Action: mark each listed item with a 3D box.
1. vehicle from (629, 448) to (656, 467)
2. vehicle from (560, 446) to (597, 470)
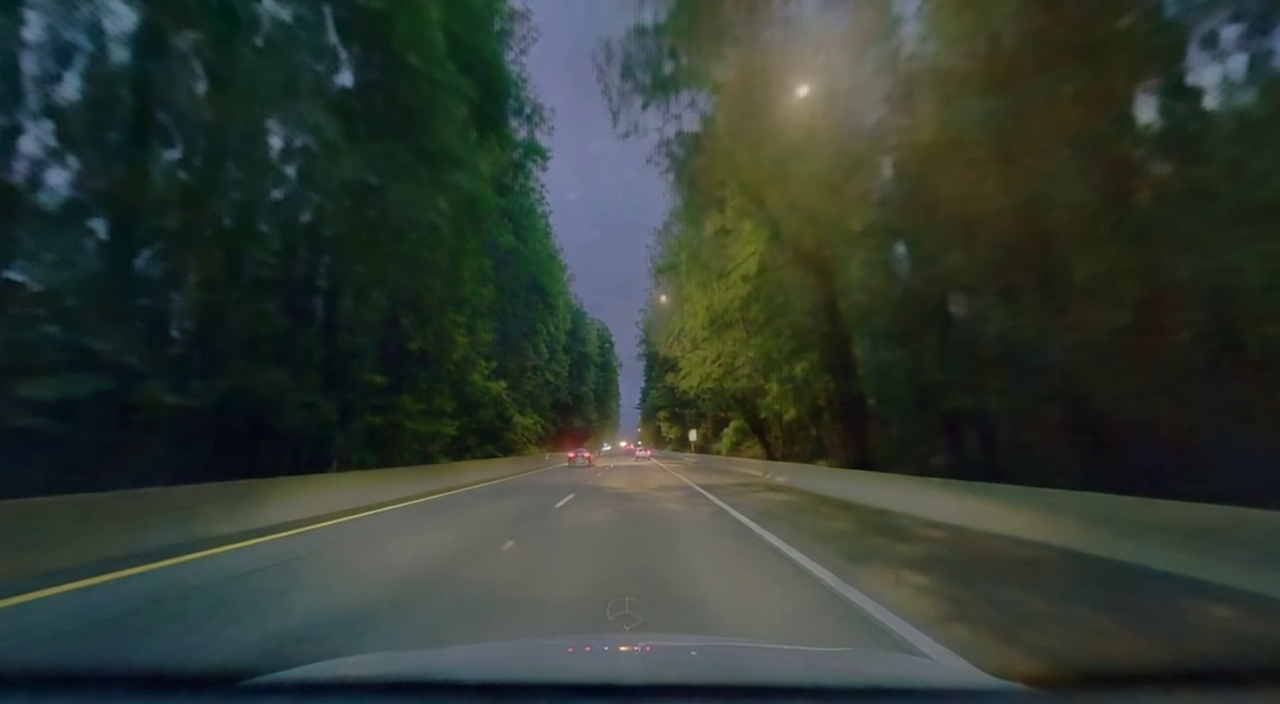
[{"bbox_3d":[0.204,8.094,48.514,1.989,1.402,3.831,0,-9,0],"label":"vehicle"},{"bbox_3d":[-4.188,7.295,43.490,2.112,1.498,4.117,0,-9,0],"label":"vehicle"}]
